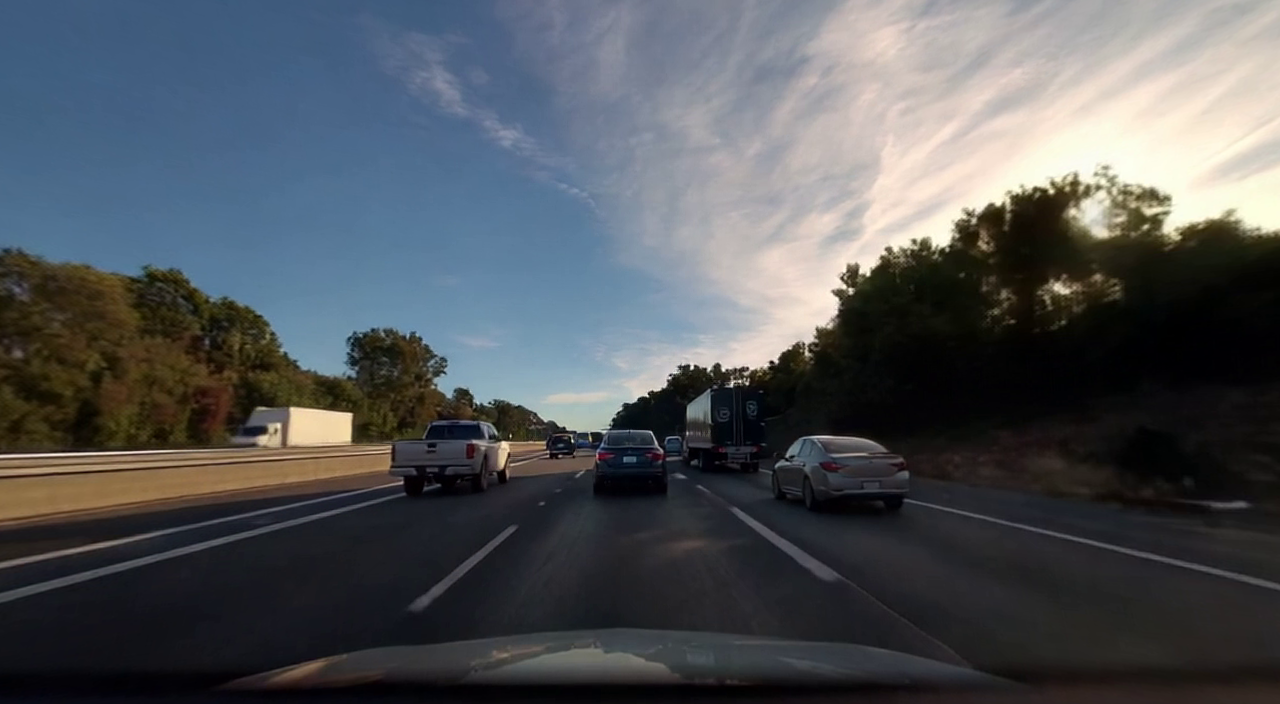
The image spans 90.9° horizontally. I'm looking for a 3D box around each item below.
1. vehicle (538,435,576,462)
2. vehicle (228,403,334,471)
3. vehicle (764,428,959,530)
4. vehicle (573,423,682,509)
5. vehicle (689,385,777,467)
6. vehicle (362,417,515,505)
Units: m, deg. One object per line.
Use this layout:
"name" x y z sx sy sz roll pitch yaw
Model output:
"vehicle" -5.294 6.165 40.562 1.971 1.648 3.983 0 -8 -1
"vehicle" -21.478 5.148 38.131 3.048 3.785 5.664 0 -8 -1
"vehicle" 3.655 2.136 11.274 1.951 1.477 3.963 0 -8 -2
"vehicle" -0.264 2.455 14.060 2.083 1.647 3.799 0 -8 -1
"vehicle" 5.221 4.675 38.914 2.888 4.135 14.071 0 -8 -2
"vehicle" -4.543 2.523 15.143 2.101 1.767 4.702 0 -8 0
